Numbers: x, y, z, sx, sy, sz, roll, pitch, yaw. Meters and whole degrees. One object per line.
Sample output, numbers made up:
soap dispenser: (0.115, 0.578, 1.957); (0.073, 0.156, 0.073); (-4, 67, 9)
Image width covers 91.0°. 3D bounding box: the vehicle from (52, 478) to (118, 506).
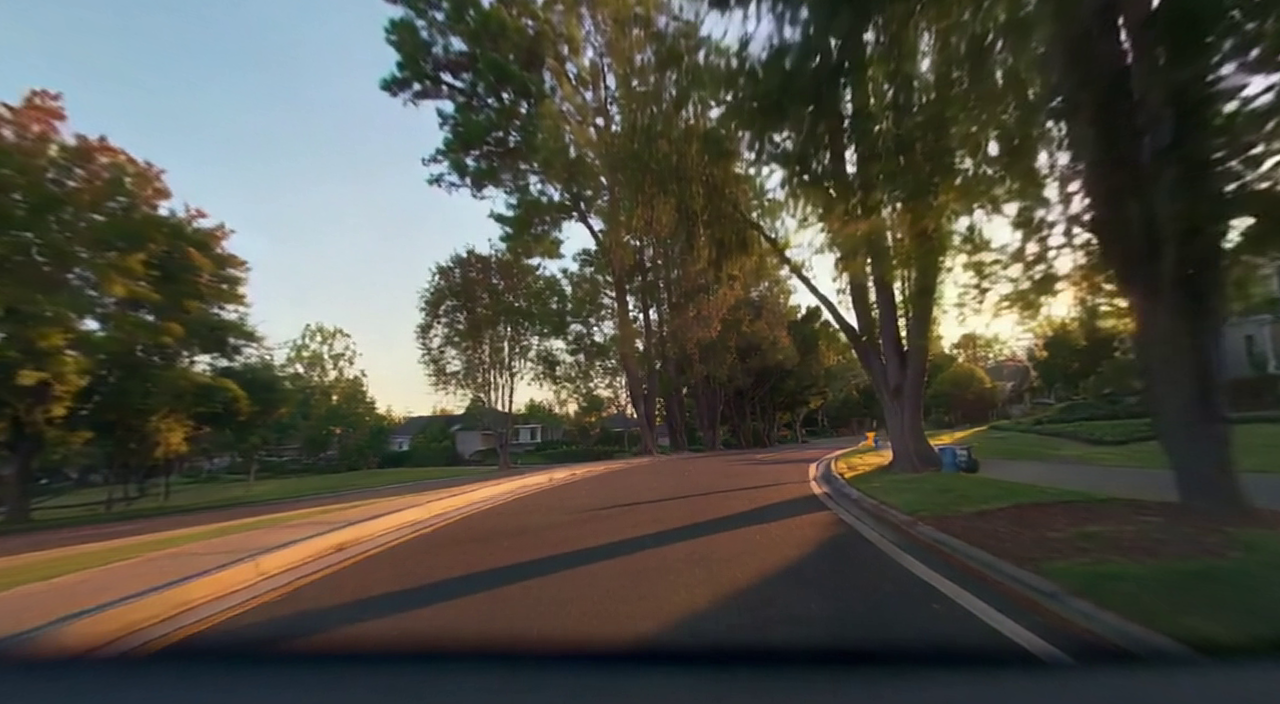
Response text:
vehicle: (-43.137, 10.862, 49.049); (1.978, 1.724, 4.458); (2, -9, -15)
